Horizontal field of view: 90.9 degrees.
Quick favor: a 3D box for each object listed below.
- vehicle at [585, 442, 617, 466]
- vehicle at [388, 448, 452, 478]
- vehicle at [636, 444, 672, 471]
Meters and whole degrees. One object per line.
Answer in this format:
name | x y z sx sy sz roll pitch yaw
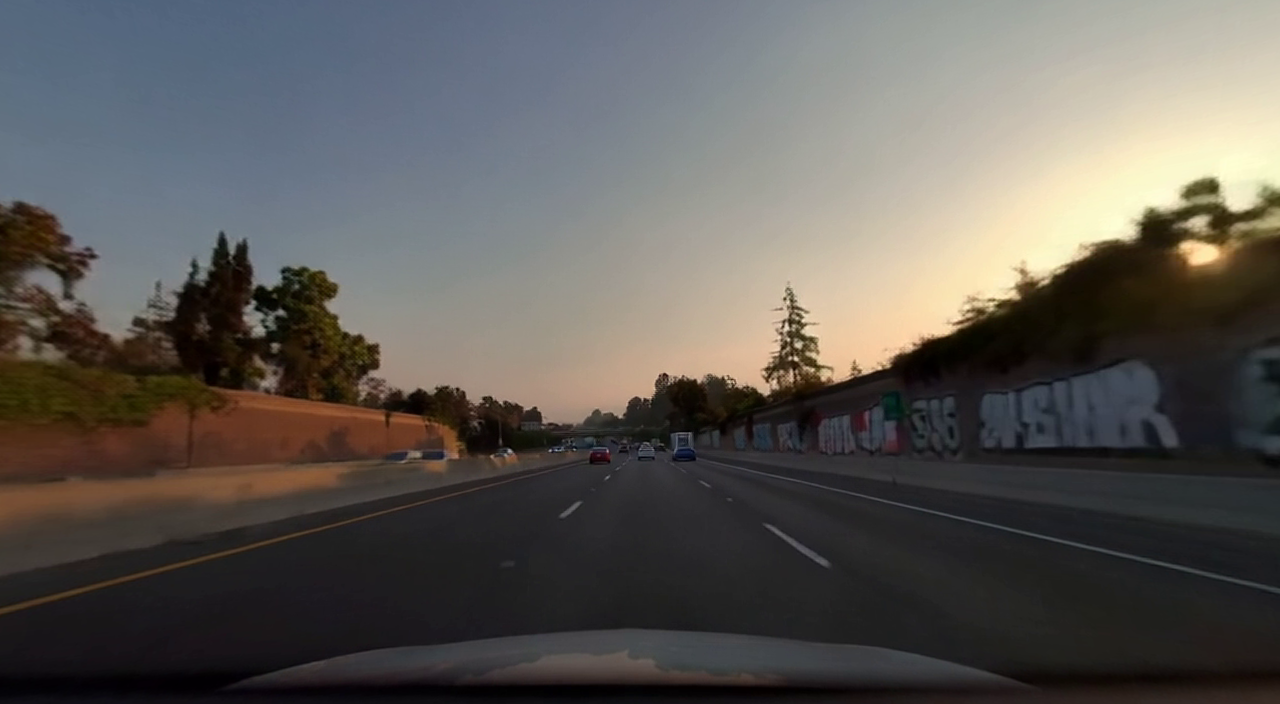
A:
vehicle | -2.842 7.635 47.181 2.095 1.671 4.193 0 -9 1
vehicle | -11.980 6.062 34.697 1.844 1.492 4.446 0 -9 1
vehicle | 0.786 6.280 37.759 2.009 1.506 4.091 0 -9 0
